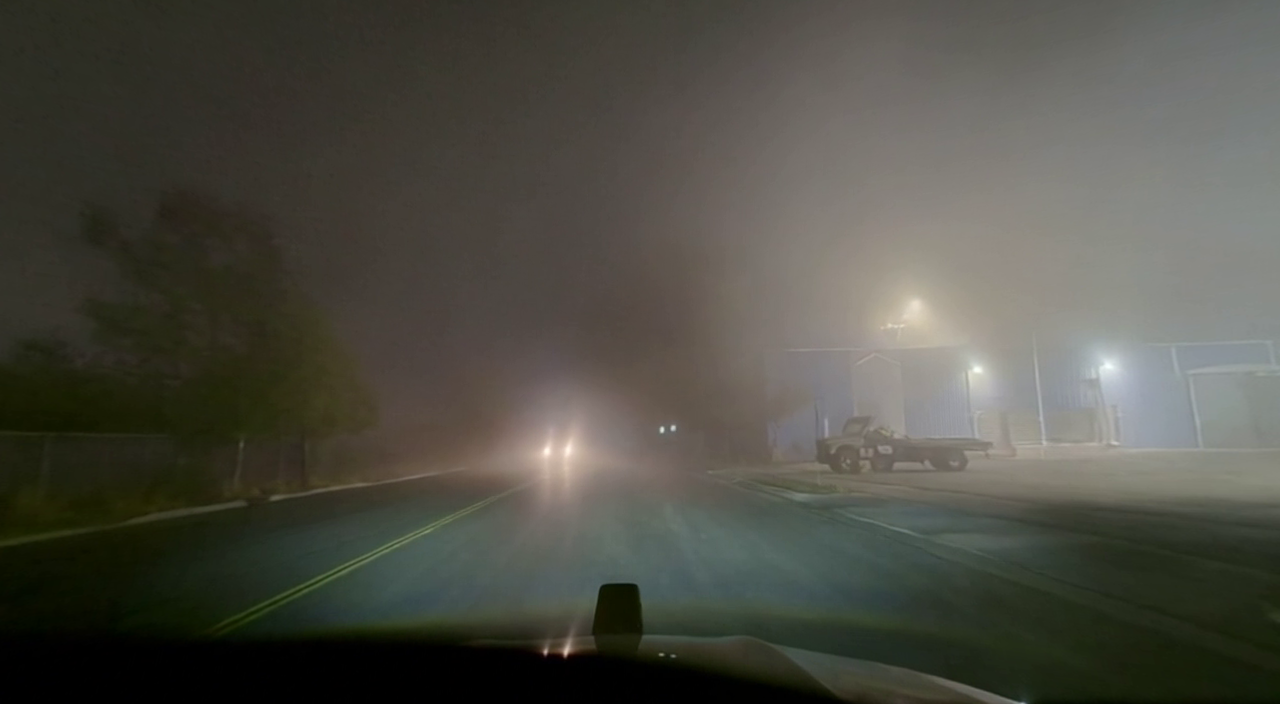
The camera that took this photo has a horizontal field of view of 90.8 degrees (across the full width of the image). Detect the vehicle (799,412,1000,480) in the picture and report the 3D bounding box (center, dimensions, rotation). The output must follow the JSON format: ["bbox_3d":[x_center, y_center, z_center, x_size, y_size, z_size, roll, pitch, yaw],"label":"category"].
[{"bbox_3d":[10.612,3.891,26.297,7.188,2.416,2.528,-1,-8,-4],"label":"vehicle"}]

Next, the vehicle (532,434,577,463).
[{"bbox_3d":[-6.614,7.587,49.744,2.770,2.135,6.329,0,-8,-1],"label":"vehicle"}]
